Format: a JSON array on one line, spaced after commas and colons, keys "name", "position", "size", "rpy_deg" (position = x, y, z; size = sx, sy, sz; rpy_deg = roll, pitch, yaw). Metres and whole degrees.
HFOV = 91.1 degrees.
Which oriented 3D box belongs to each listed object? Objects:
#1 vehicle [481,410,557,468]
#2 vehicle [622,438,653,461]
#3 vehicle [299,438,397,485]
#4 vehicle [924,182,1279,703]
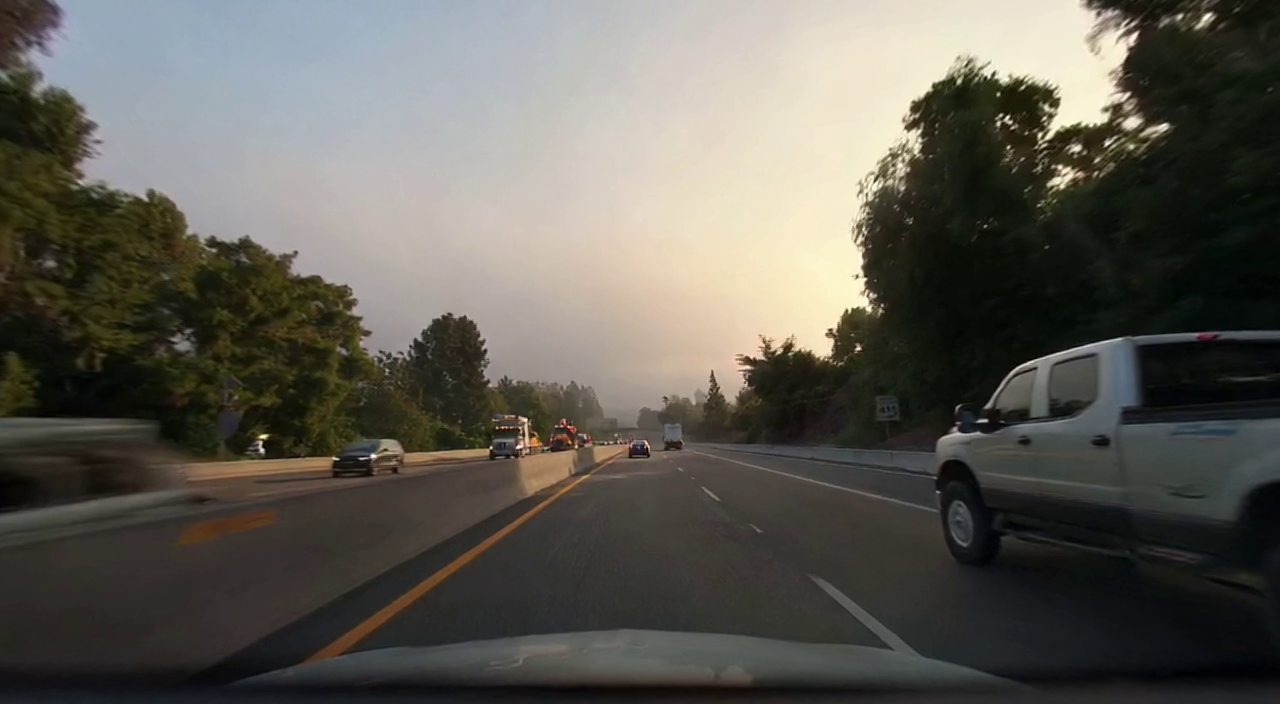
[{"name": "vehicle", "position": [-8.167, 6.090, 43.934], "size": [3.088, 3.551, 10.063], "rpy_deg": [-1, -8, 1]}, {"name": "vehicle", "position": [-0.188, 6.465, 41.810], "size": [2.004, 1.472, 4.075], "rpy_deg": [0, -8, -1]}, {"name": "vehicle", "position": [-12.943, 4.837, 28.244], "size": [2.048, 1.875, 4.950], "rpy_deg": [0, -8, 0]}, {"name": "vehicle", "position": [4.155, 0.500, 3.240], "size": [2.724, 2.337, 5.508], "rpy_deg": [0, -8, 0]}]
